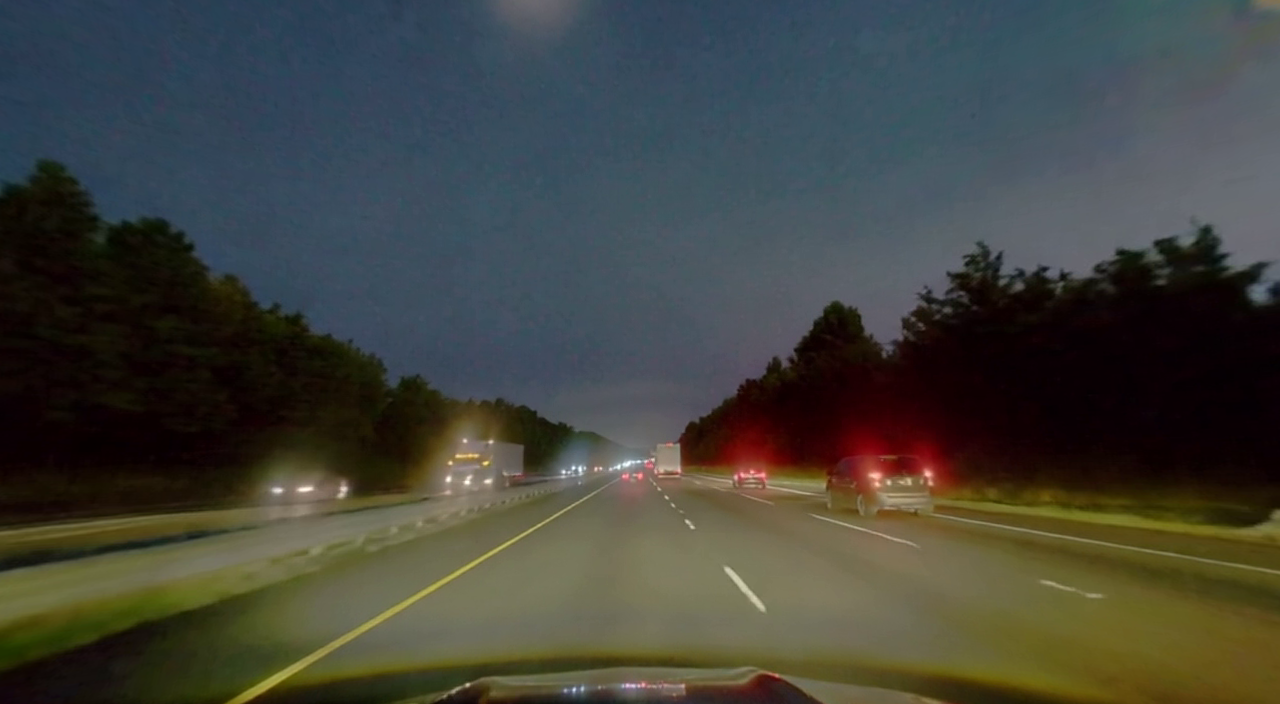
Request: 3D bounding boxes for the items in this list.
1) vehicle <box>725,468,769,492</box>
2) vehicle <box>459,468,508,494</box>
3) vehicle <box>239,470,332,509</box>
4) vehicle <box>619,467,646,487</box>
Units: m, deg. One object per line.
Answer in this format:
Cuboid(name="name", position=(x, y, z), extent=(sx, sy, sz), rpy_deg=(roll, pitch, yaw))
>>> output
Cuboid(name="vehicle", position=(6.939, 8.355, 41.306), extent=(1.977, 1.494, 4.311), rpy_deg=(1, -11, -2))
Cuboid(name="vehicle", position=(-9.782, 8.099, 39.771), extent=(1.931, 1.502, 4.561), rpy_deg=(1, -11, -1))
Cuboid(name="vehicle", position=(-14.589, 5.655, 26.148), extent=(1.784, 1.434, 3.576), rpy_deg=(1, -11, -1))
Cuboid(name="vehicle", position=(-0.606, 9.874, 49.839), extent=(2.025, 1.452, 3.927), rpy_deg=(1, -11, -1))
